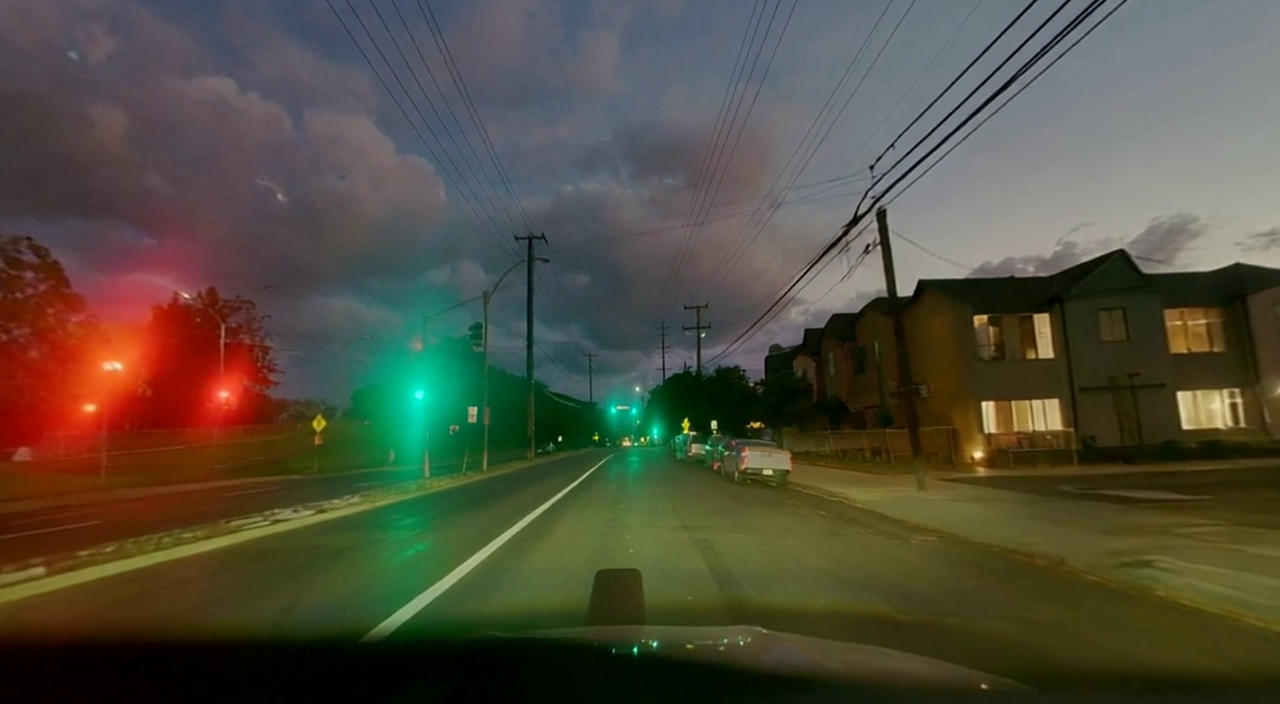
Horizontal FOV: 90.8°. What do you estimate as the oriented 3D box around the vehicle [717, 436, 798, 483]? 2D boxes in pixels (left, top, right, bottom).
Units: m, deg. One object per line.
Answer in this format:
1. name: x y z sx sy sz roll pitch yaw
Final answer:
1. vehicle: 3.873 3.638 21.660 1.785 1.441 4.458 0 -8 -2
